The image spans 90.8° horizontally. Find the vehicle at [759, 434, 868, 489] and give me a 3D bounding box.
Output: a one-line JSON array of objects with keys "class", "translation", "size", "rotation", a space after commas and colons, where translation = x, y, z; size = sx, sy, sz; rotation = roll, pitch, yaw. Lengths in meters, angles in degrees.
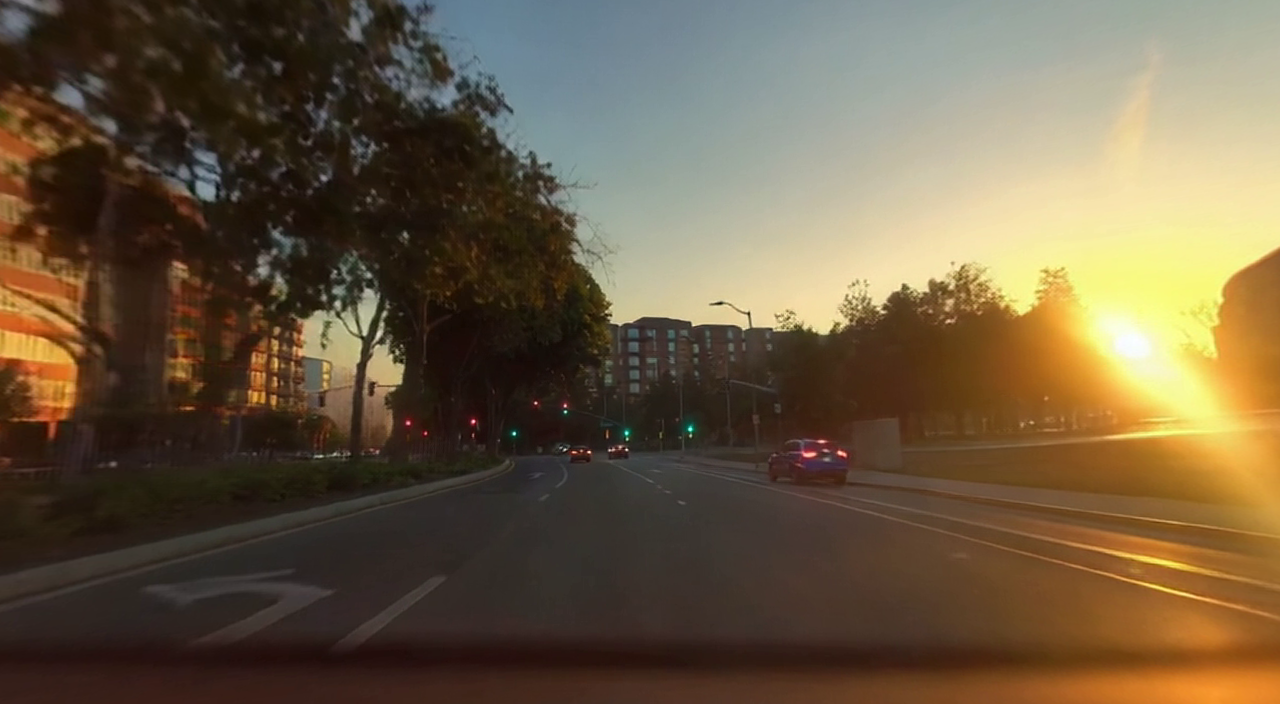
[{"class": "vehicle", "translation": [5.690, 3.666, 21.451], "size": [2.042, 1.635, 4.858], "rotation": [1, -9, -4]}]
